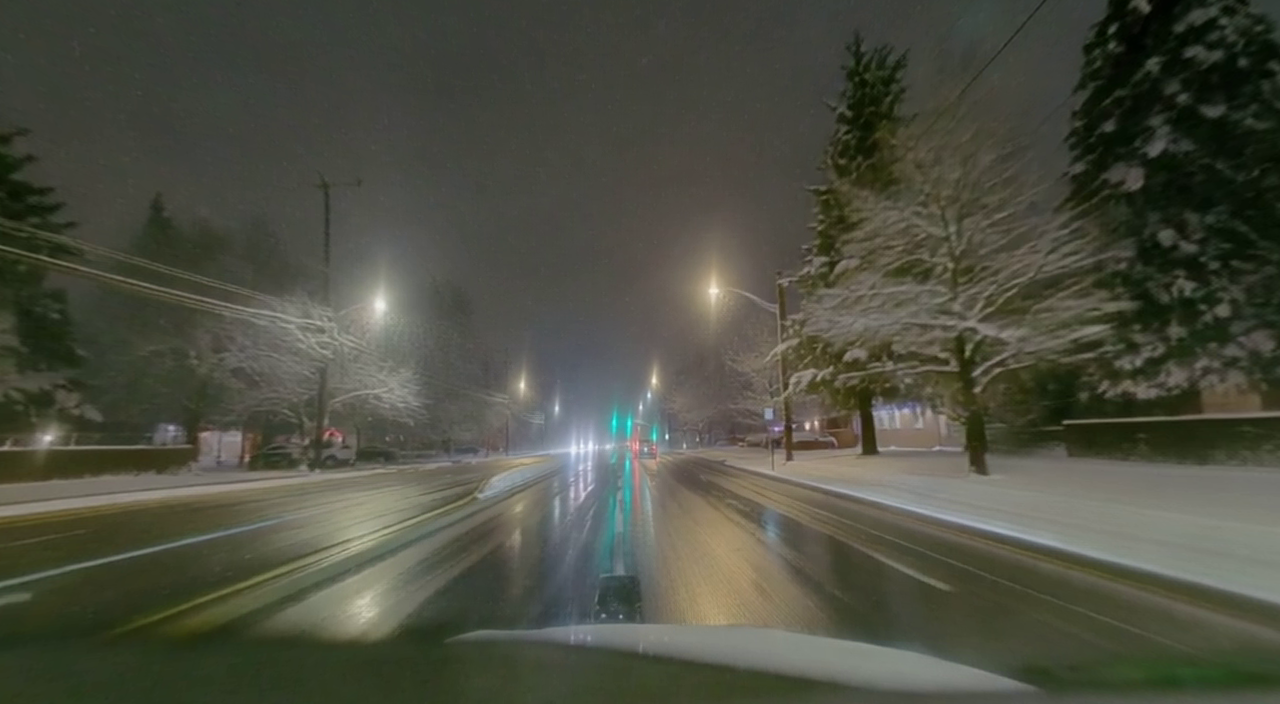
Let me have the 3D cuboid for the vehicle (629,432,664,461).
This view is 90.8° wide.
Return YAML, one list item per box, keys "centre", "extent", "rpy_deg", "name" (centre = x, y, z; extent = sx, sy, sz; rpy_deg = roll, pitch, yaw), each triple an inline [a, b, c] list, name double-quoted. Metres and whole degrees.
- centre: [0.391, 6.383, 42.696]
  extent: [2.215, 1.799, 4.426]
  rpy_deg: [0, -8, -2]
  name: "vehicle"

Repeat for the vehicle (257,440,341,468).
- centre: [-21.376, 6.416, 39.734]
  extent: [4.206, 1.721, 1.807]
  rpy_deg: [0, -8, 0]
  name: "vehicle"

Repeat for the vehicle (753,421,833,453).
- centre: [11.959, 6.675, 49.590]
  extent: [5.577, 2.450, 2.199]
  rpy_deg: [0, -8, -4]
  name: "vehicle"
